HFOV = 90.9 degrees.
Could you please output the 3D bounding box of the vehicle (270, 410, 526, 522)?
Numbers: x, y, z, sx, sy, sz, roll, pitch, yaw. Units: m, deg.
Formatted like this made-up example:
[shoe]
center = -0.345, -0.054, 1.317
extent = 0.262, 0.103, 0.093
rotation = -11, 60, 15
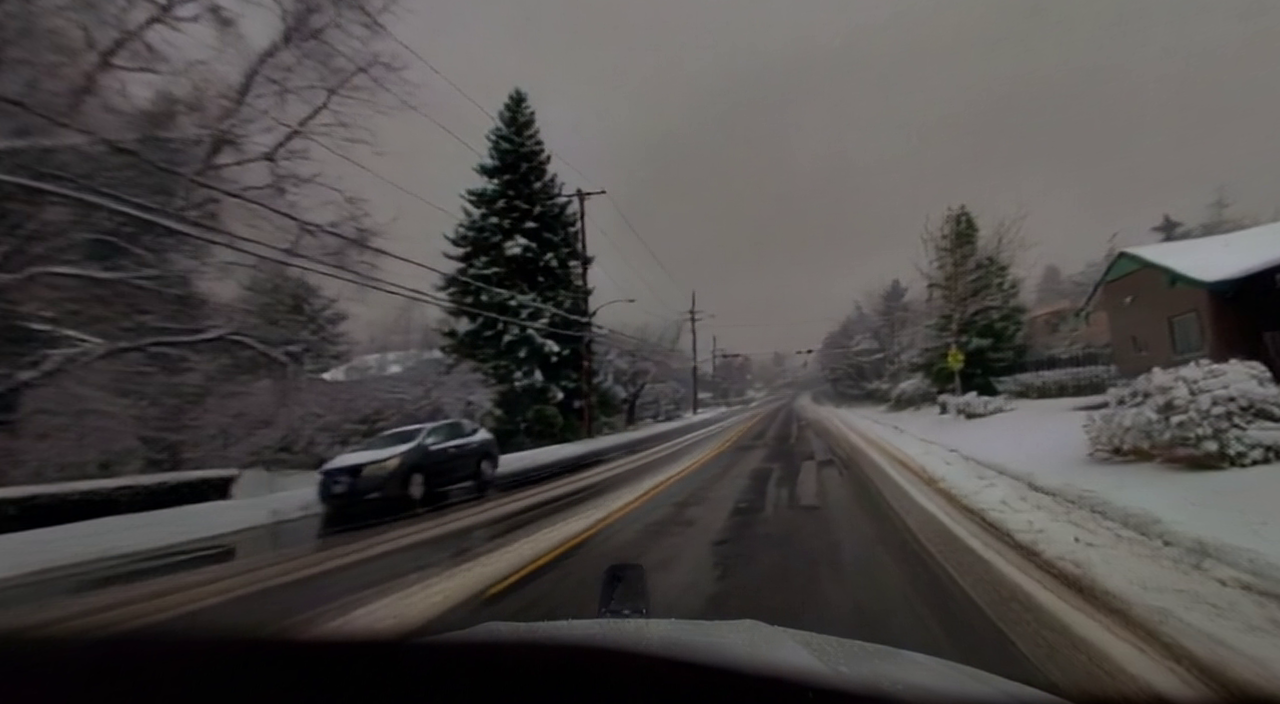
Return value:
[vehicle]
center = -4.325, 2.032, 12.469
extent = 2.032, 1.595, 5.289
rotation = -3, -5, 14
